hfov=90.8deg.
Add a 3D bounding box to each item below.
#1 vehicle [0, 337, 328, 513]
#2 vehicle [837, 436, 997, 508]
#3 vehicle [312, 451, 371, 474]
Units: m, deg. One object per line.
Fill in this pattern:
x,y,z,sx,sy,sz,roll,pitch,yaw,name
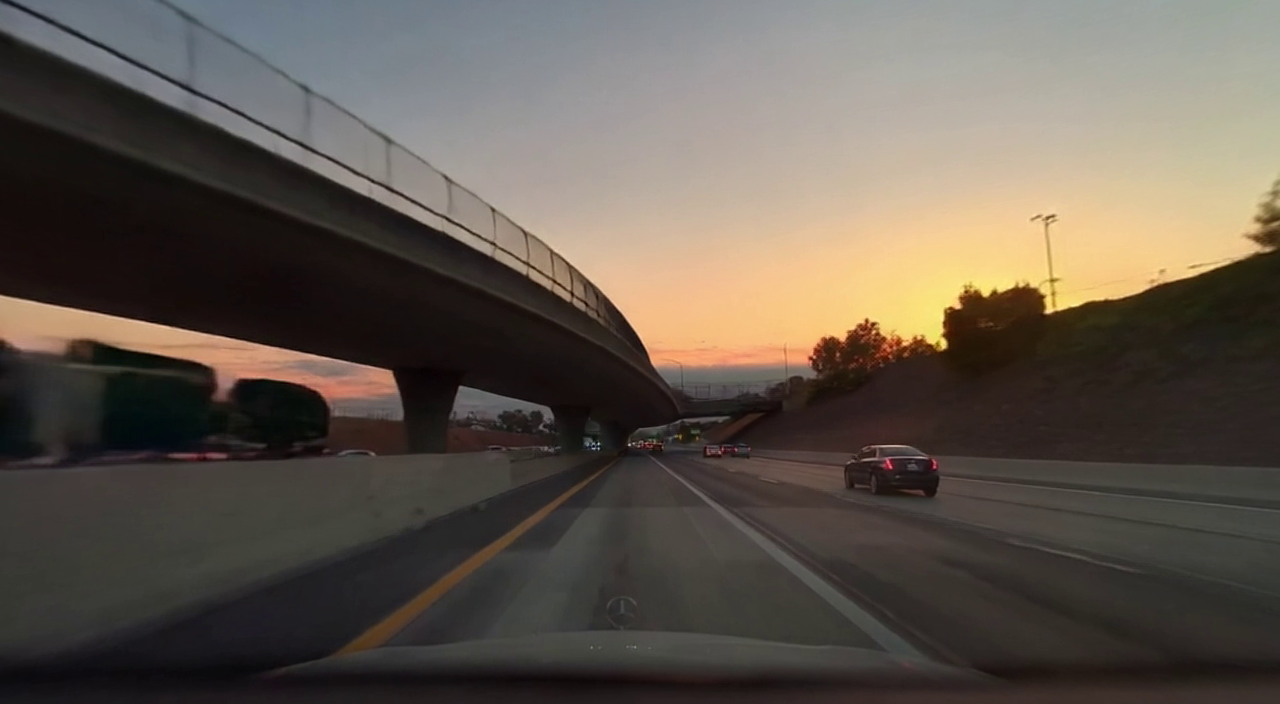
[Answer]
-17.436,2.872,22.625,3.189,4.305,18.790,0,-9,0,vehicle
6.831,2.992,16.271,1.901,1.548,4.684,0,-9,-1,vehicle
-21.467,7.930,45.702,1.893,1.523,4.814,0,-8,0,vehicle
